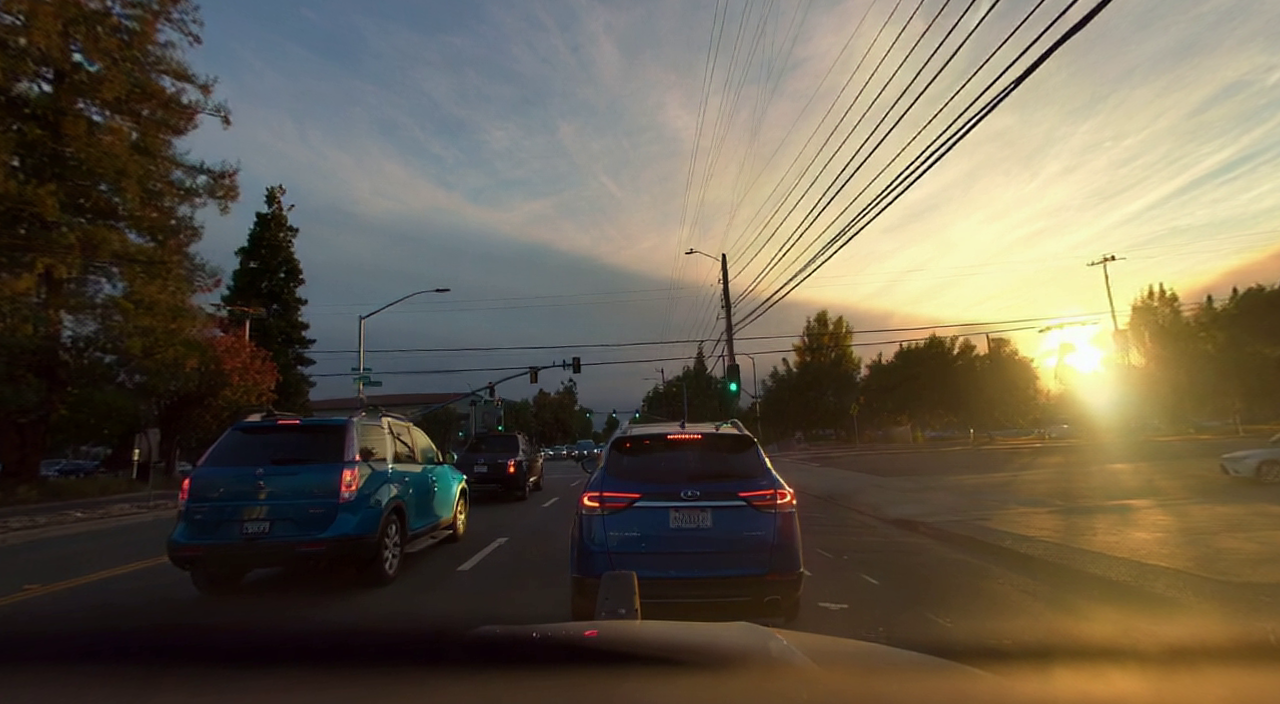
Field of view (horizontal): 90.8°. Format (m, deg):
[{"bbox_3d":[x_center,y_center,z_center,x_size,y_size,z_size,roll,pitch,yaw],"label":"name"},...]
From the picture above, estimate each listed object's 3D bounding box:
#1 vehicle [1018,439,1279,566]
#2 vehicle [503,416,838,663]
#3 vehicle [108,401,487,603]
[{"bbox_3d":[8.389,2.155,9.938,1.993,1.508,4.521,0,-9,-1],"label":"vehicle"},{"bbox_3d":[0.121,1.446,5.957,2.056,1.487,4.003,0,-9,-2],"label":"vehicle"},{"bbox_3d":[-3.467,1.609,7.645,2.105,1.706,4.337,0,-9,0],"label":"vehicle"}]
